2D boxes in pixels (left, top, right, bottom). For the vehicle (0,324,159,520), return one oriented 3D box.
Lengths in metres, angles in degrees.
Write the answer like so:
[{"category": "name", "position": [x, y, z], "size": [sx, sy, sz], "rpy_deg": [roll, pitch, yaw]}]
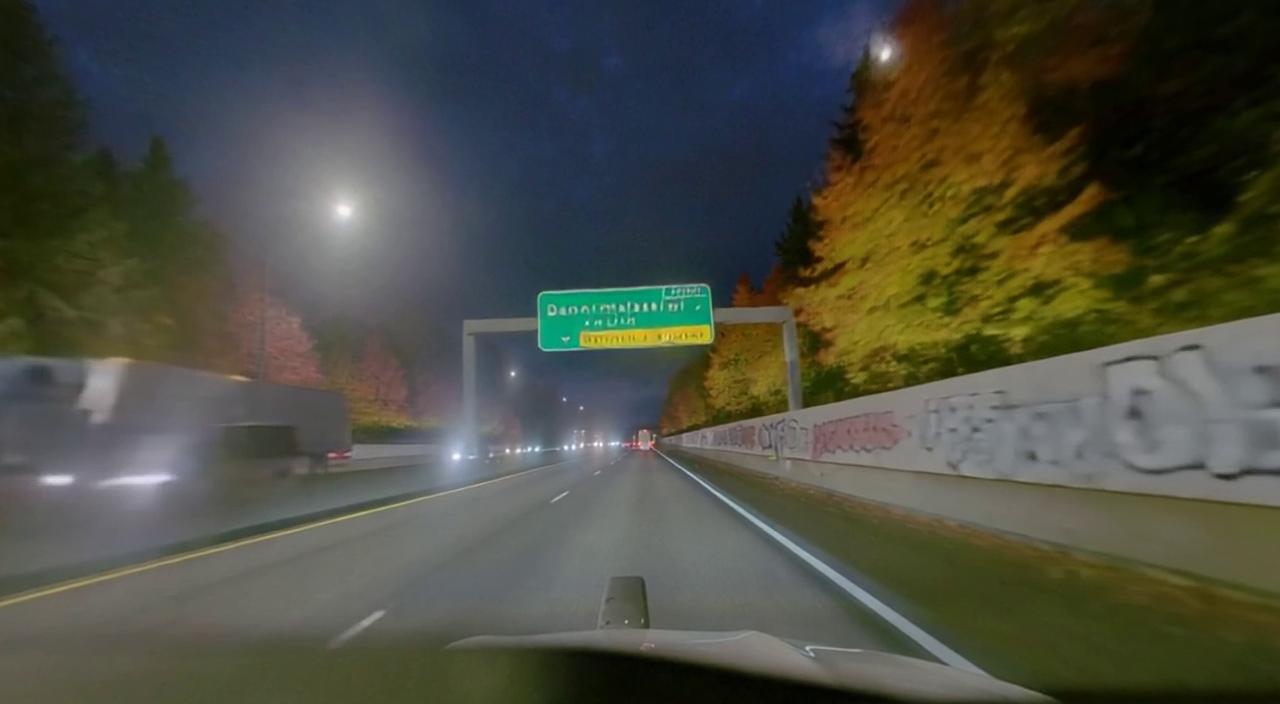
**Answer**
[{"category": "vehicle", "position": [-15.165, 1.661, 14.574], "size": [3.033, 4.136, 5.972], "rpy_deg": [1, -8, 0]}]
